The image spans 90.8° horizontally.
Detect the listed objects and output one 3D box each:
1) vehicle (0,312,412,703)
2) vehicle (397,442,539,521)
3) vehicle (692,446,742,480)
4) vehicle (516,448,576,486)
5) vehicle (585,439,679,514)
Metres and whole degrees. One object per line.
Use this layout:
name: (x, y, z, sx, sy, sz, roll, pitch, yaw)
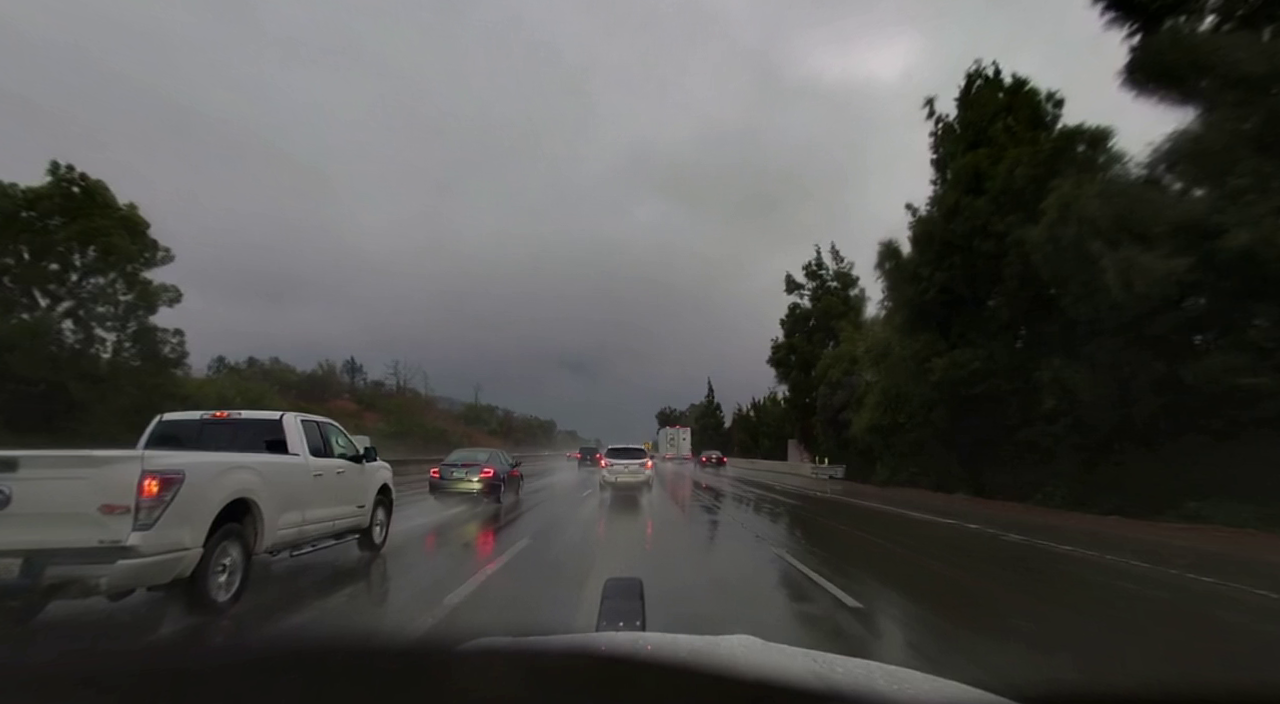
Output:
vehicle: (-3.864, 1.146, 5.013, 2.243, 1.889, 4.949, 0, -9, 0)
vehicle: (-3.707, 2.875, 14.531, 1.988, 1.501, 4.438, 0, -9, 0)
vehicle: (3.743, 5.470, 31.352, 1.858, 1.537, 3.838, 0, -9, -2)
vehicle: (-3.928, 4.875, 27.125, 1.999, 1.484, 4.269, 0, -9, -1)
vehicle: (-0.181, 2.934, 15.199, 1.996, 1.574, 3.426, 0, -9, 0)
